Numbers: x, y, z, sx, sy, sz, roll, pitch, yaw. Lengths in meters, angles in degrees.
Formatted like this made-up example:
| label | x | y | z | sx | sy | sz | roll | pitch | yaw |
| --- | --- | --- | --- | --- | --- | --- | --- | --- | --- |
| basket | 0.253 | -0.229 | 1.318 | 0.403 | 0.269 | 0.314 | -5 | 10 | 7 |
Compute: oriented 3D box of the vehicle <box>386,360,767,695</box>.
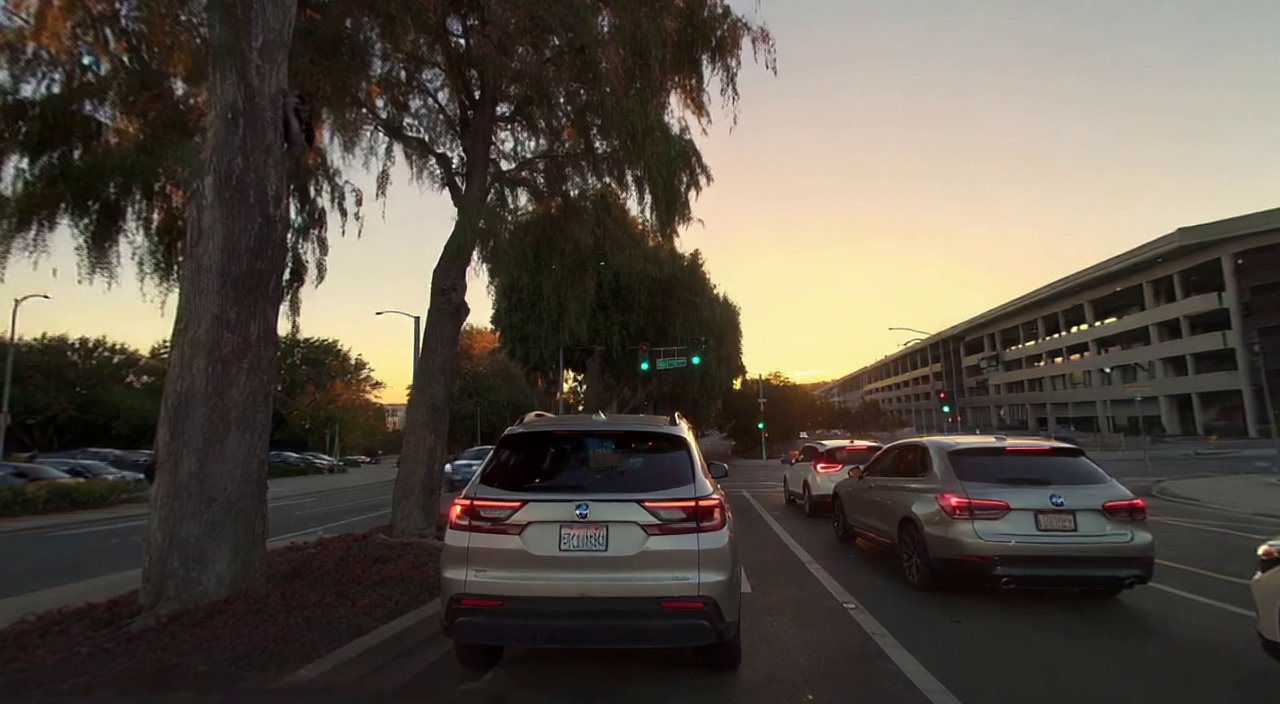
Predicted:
| label | x | y | z | sx | sy | sz | roll | pitch | yaw |
| --- | --- | --- | --- | --- | --- | --- | --- | --- | --- |
| vehicle | -0.210 | 1.233 | 5.556 | 2.021 | 1.742 | 4.295 | -1 | -8 | 4 |

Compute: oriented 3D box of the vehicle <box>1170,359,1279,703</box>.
| label | x | y | z | sx | sy | sz | roll | pitch | yaw |
| --- | --- | --- | --- | --- | --- | --- | --- | --- | --- |
| vehicle | 4.061 | 0.609 | 1.115 | 1.993 | 1.719 | 4.953 | 0 | -8 | 1 |

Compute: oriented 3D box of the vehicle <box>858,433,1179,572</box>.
| label | x | y | z | sx | sy | sz | roll | pitch | yaw |
| --- | --- | --- | --- | --- | --- | --- | --- | --- | --- |
| vehicle | 4.896 | 1.970 | 9.167 | 1.963 | 1.480 | 4.553 | 0 | -8 | 2 |

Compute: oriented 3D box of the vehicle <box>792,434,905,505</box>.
| label | x | y | z | sx | sy | sz | roll | pitch | yaw |
| --- | --- | --- | --- | --- | --- | --- | --- | --- | --- |
| vehicle | 5.330 | 3.032 | 16.714 | 1.994 | 1.638 | 4.100 | -1 | -8 | 6 |
